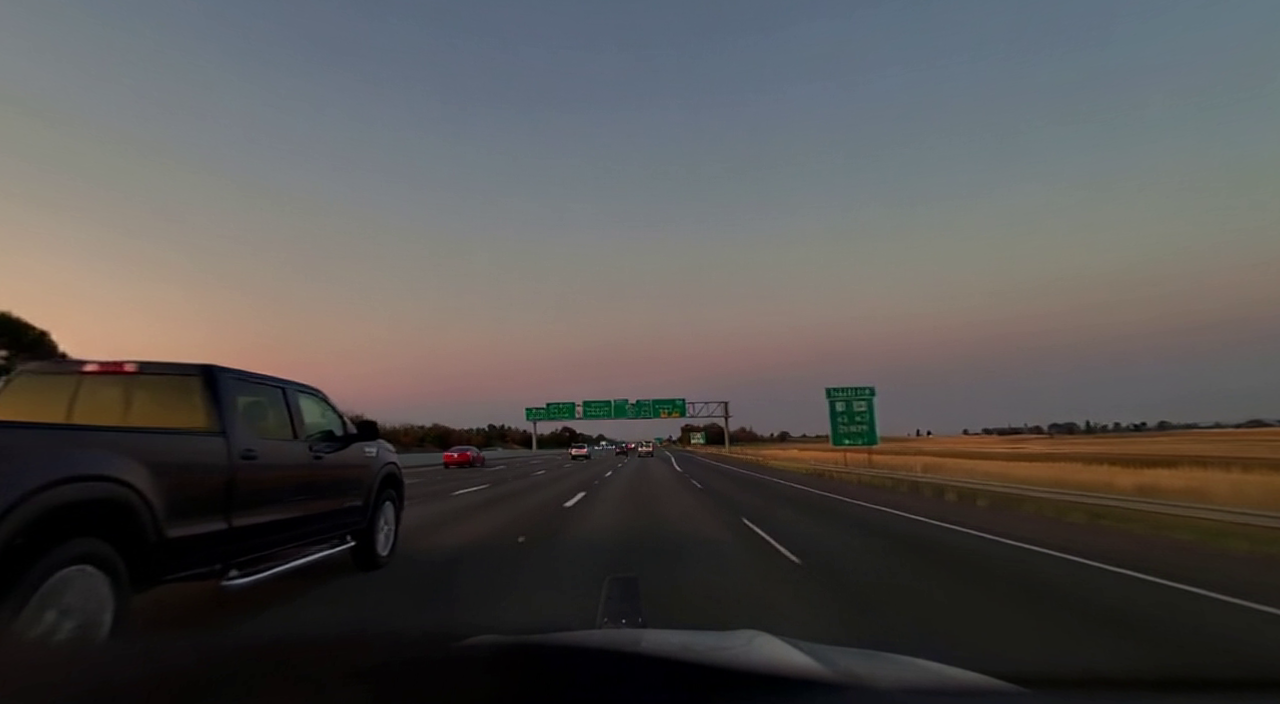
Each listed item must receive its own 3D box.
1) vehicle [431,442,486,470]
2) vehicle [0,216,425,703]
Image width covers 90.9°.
[{"bbox_3d":[-10.860,6.266,38.119,1.957,1.565,4.311,0,-8,1],"label":"vehicle"},{"bbox_3d":[-3.606,0.722,3.455,2.601,2.084,6.068,0,-8,1],"label":"vehicle"}]
